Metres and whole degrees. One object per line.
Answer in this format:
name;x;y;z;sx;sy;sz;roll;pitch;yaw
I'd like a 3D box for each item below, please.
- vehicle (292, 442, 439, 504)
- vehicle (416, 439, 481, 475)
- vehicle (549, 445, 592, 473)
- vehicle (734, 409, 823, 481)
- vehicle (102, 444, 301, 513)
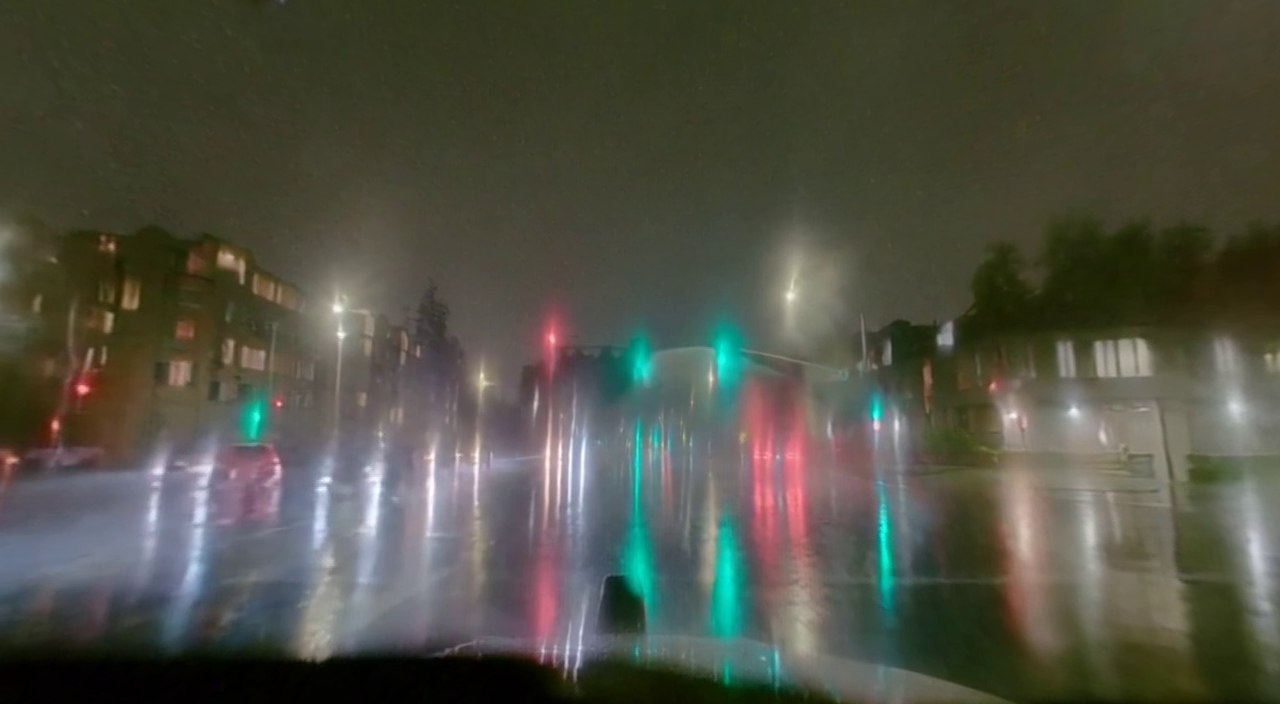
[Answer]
vehicle;-7.539;3.348;17.921;1.991;1.506;4.659;0;-9;1
vehicle;-10.633;5.889;35.419;2.072;1.841;4.737;0;-9;1
vehicle;-4.076;6.317;37.434;2.003;1.539;4.396;-1;-8;1
vehicle;6.832;4.773;32.230;2.802;3.208;7.459;0;-9;0
vehicle;-11.113;3.196;16.469;2.018;1.519;4.360;0;-9;0
